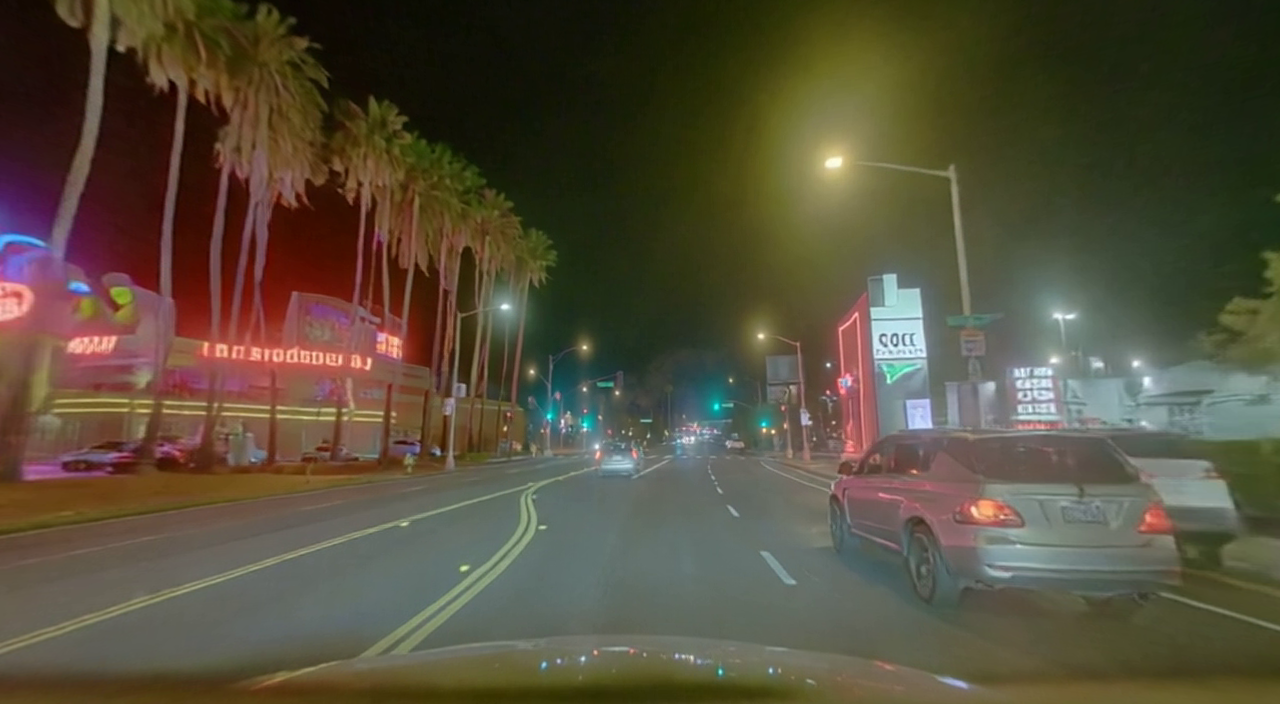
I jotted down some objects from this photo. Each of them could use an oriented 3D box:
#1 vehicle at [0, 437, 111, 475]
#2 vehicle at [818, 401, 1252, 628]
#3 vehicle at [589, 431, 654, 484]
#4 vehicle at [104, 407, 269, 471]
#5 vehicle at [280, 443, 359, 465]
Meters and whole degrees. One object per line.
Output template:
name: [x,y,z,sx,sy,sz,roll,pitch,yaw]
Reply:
vehicle: [-29.414,5.049,30.887,1.863,1.733,4.974,-5,-9,27]
vehicle: [3.525,1.514,6.900,1.983,1.654,4.354,0,-8,2]
vehicle: [-0.579,3.693,22.378,2.063,1.664,4.471,0,-8,0]
vehicle: [-21.055,4.115,29.738,2.198,2.684,5.751,-4,-9,25]
vehicle: [-22.473,7.149,44.486,1.800,1.462,4.752,-4,-9,25]
